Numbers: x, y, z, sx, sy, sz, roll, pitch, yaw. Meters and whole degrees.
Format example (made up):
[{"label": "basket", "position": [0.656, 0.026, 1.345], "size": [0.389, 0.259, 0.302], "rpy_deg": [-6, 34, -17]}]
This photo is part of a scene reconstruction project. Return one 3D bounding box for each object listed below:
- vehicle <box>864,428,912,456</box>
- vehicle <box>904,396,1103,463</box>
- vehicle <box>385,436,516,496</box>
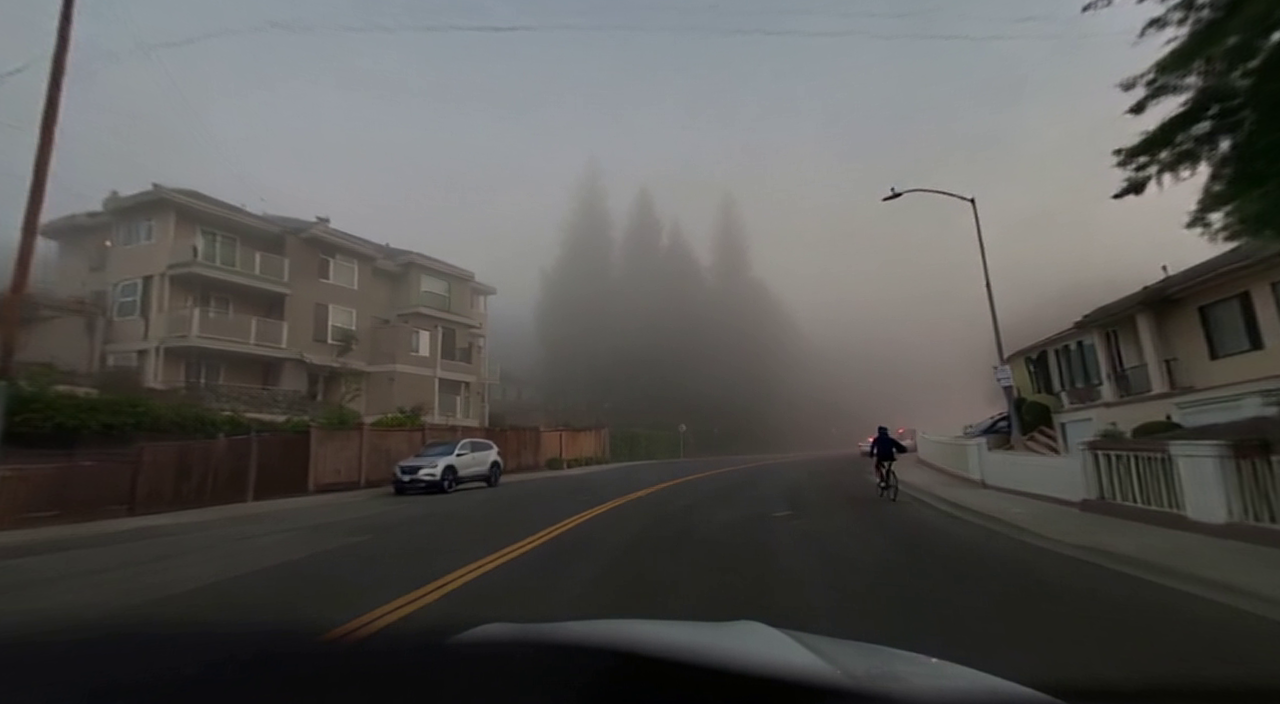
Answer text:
[{"label": "vehicle", "position": [16.376, 5.969, 41.536], "size": [2.105, 1.705, 4.392], "rpy_deg": [-5, -10, 31]}, {"label": "vehicle", "position": [13.758, 3.060, 24.500], "size": [6.099, 1.973, 2.450], "rpy_deg": [-7, -10, 16]}, {"label": "vehicle", "position": [-5.838, 3.573, 20.125], "size": [1.937, 1.670, 4.391], "rpy_deg": [-2, -9, 15]}]
